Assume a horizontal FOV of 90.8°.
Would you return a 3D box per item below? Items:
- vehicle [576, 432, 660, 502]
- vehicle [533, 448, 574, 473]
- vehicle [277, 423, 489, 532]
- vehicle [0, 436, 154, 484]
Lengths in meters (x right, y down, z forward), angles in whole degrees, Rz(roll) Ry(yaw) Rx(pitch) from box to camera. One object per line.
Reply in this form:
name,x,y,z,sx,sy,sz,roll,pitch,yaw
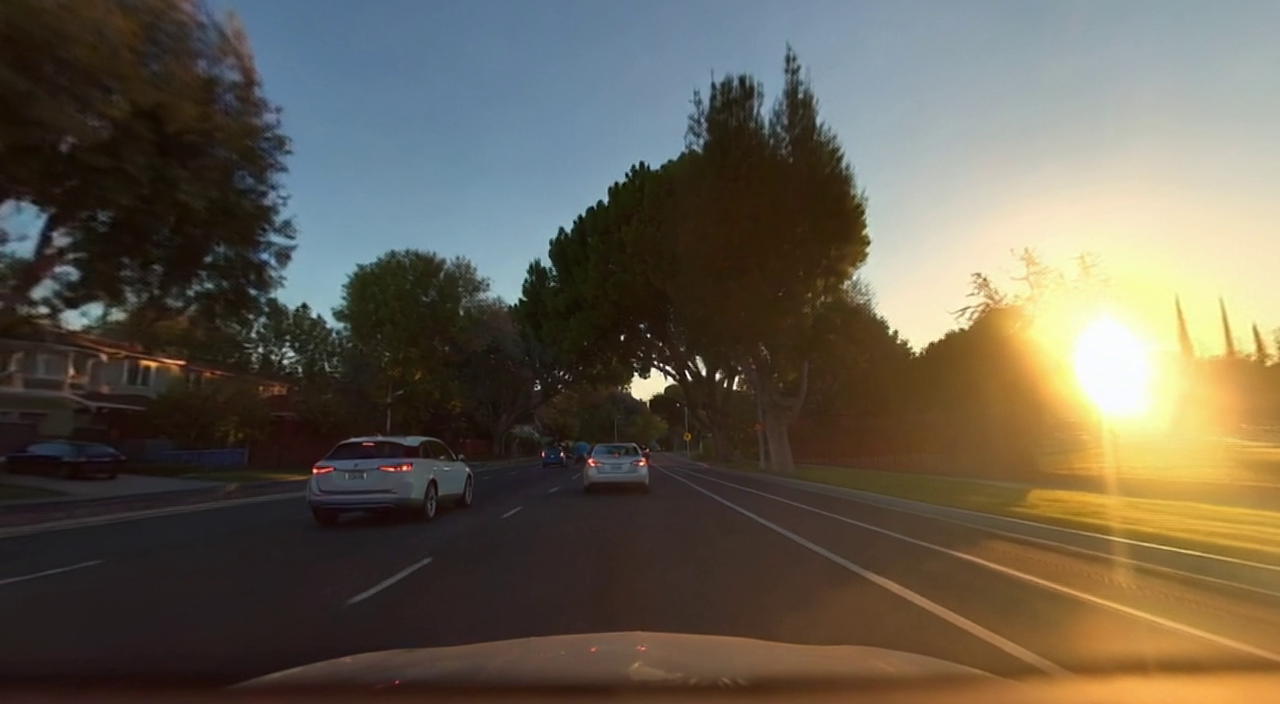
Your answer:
vehicle,-0.608,3.287,18.361,2.131,1.761,4.242,0,-9,-1
vehicle,-5.419,6.864,40.137,2.014,1.493,4.658,0,-9,-1
vehicle,-4.684,2.374,12.508,2.243,1.722,4.621,0,-9,0
vehicle,-25.689,4.886,28.707,5.216,2.058,2.299,0,-9,-1
